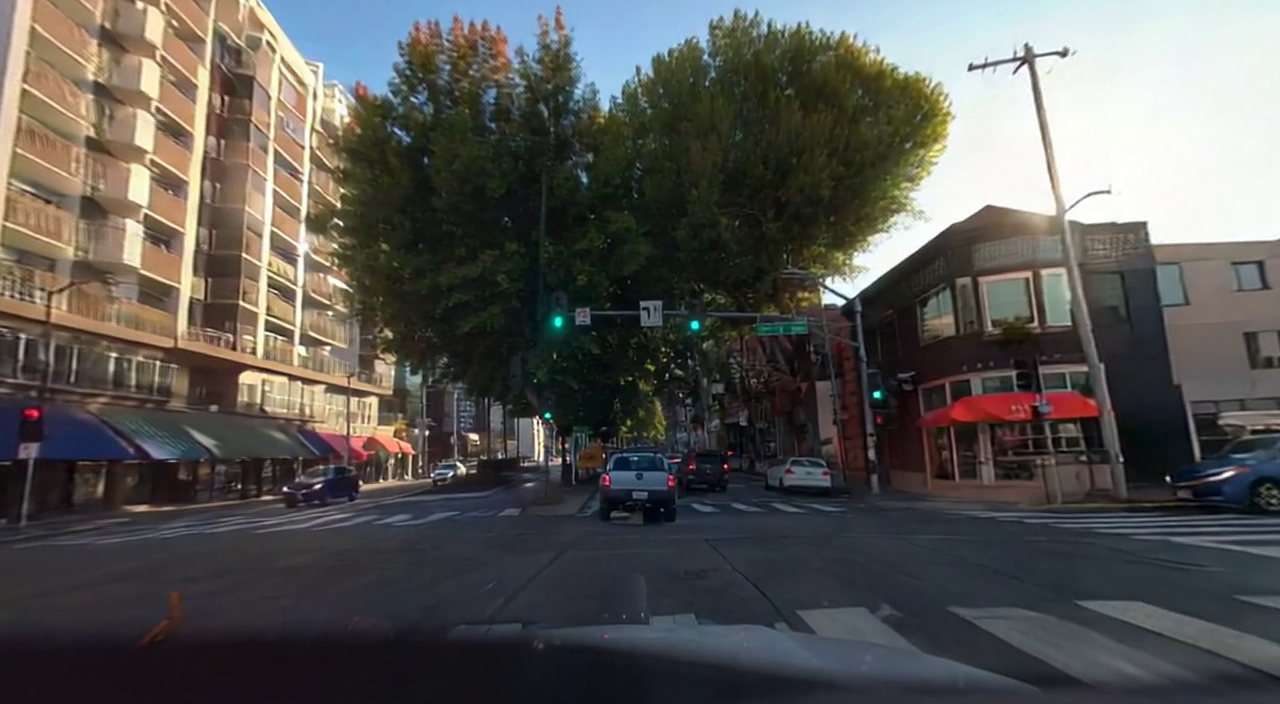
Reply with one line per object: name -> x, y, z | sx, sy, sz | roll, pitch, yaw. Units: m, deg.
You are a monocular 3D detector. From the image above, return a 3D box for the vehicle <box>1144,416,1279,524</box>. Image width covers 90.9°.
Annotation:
vehicle -> 13.839, 2.343, 12.757 | 5.156, 2.005, 2.122 | -1, -9, 6

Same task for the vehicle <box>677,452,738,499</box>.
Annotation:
vehicle -> 2.726, 5.127, 26.553 | 1.939, 1.746, 4.091 | 0, -9, -2

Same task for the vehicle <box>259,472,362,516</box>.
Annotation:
vehicle -> -14.248, 6.138, 27.653 | 2.043, 1.526, 4.617 | 0, -9, -1

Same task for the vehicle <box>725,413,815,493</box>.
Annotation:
vehicle -> 6.087, 4.870, 30.732 | 2.803, 3.401, 6.688 | 0, -9, -1

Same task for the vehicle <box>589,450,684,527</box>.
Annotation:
vehicle -> -0.079, 3.512, 16.864 | 2.209, 1.748, 4.130 | 0, -9, 0
